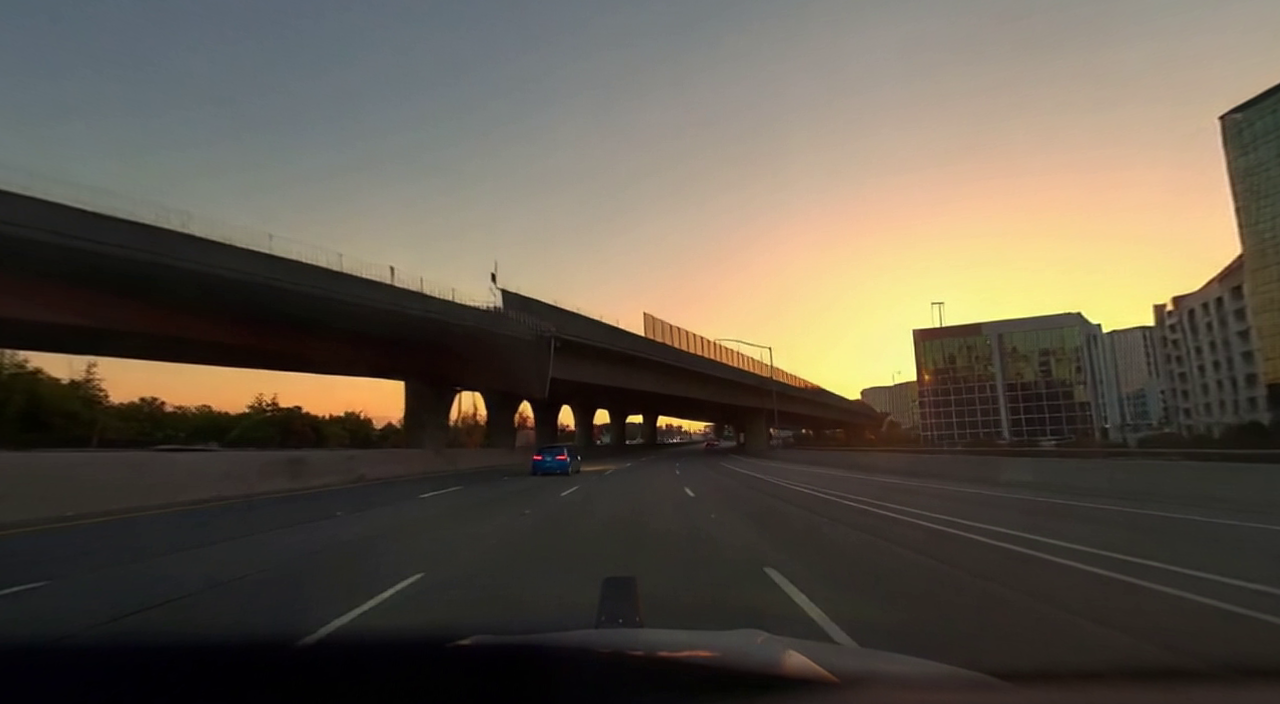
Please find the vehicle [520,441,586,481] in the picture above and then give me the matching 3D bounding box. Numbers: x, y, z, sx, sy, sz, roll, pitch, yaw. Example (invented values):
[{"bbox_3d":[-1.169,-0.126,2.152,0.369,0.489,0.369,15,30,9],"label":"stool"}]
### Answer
[{"bbox_3d":[-3.697,4.739,27.718,2.087,1.566,4.756,-1,-9,2],"label":"vehicle"}]
